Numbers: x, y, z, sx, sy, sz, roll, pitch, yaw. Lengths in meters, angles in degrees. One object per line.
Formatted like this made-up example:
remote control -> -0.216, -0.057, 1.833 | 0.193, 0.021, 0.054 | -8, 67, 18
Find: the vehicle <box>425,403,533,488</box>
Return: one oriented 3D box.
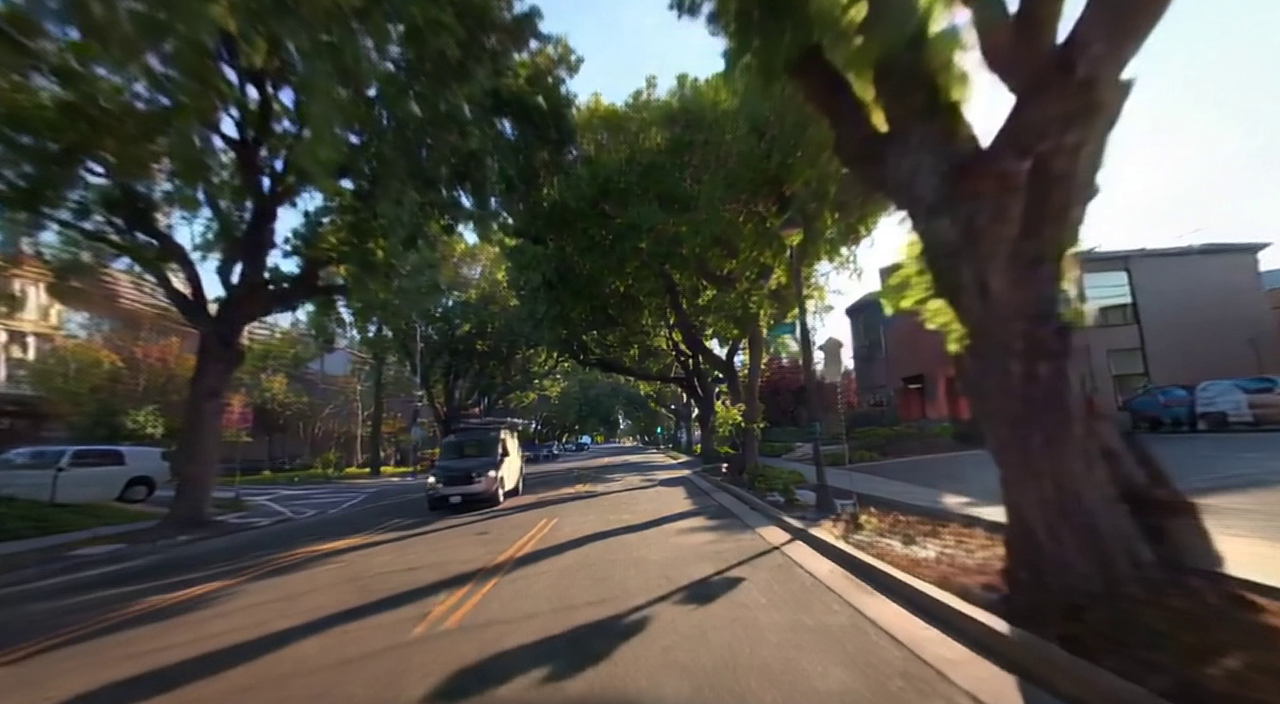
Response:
vehicle -> -5.808, 3.504, 23.730 | 2.303, 2.760, 5.868 | 0, -8, 2
